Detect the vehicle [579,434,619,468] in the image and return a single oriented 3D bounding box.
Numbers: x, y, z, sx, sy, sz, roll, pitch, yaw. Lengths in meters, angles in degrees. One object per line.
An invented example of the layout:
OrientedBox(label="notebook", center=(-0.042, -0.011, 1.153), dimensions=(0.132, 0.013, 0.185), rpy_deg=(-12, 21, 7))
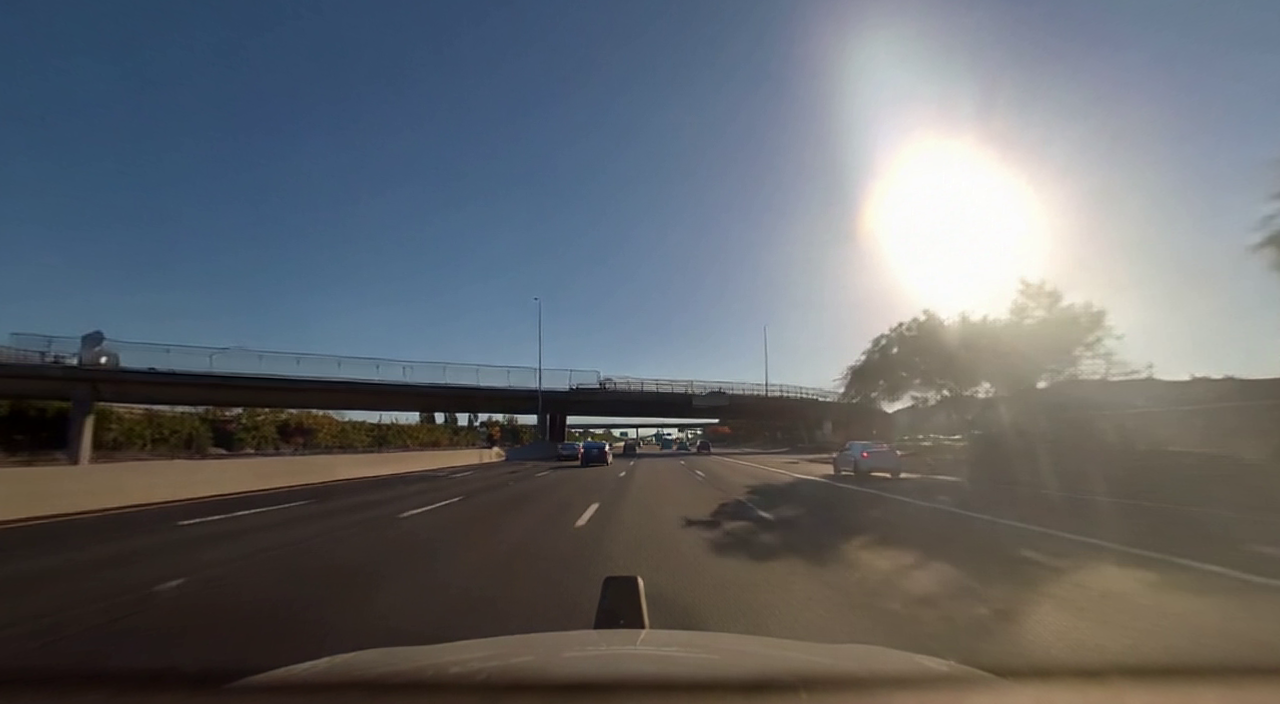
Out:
OrientedBox(label="vehicle", center=(-2.291, 5.676, 36.394), dimensions=(1.893, 1.827, 4.513), rpy_deg=(0, -8, 1))

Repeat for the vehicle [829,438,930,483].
OrientedBox(label="vehicle", center=(8.408, 3.847, 22.634), dimensions=(1.900, 1.432, 4.519), rpy_deg=(0, -8, 1))

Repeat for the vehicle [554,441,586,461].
OrientedBox(label="vehicle", center=(-5.470, 7.823, 49.983), dimensions=(2.009, 1.462, 4.458), rpy_deg=(0, -8, 1))
